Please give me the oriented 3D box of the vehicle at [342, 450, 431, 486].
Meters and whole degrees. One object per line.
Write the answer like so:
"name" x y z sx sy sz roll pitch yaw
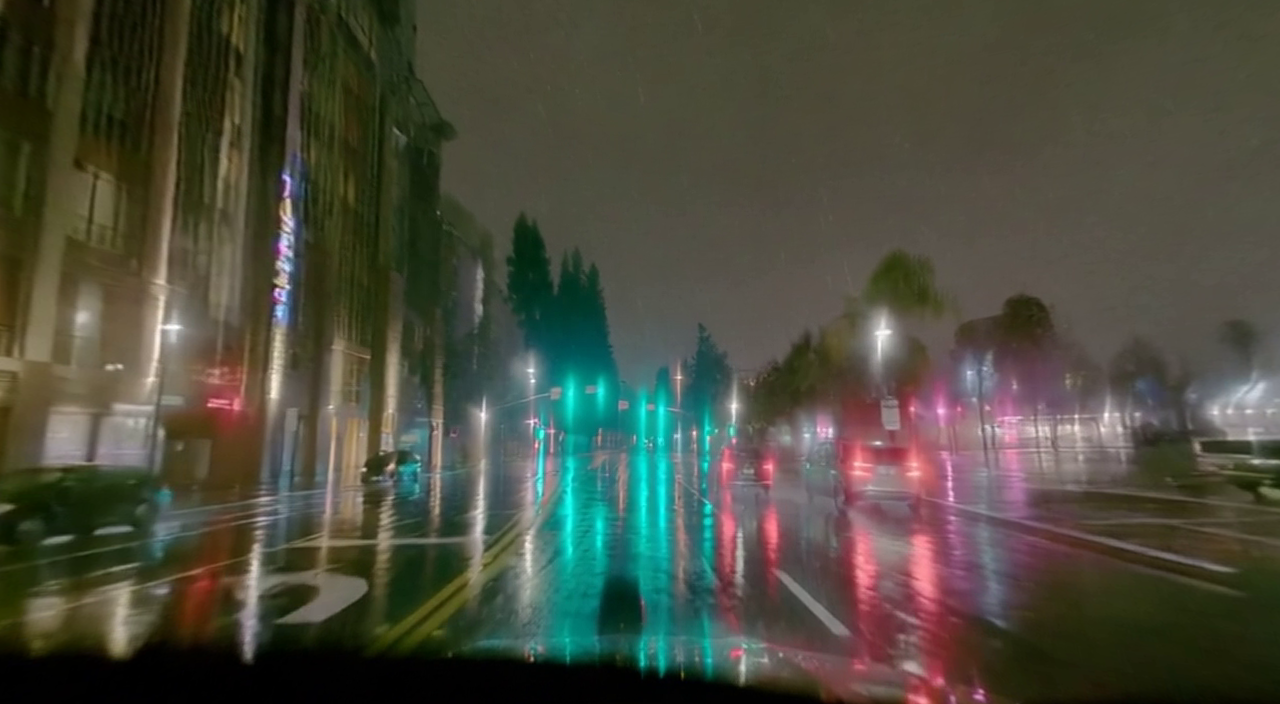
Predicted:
"vehicle" -11.964 5.567 30.059 1.944 1.575 4.895 -1 -11 3

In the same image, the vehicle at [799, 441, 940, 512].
"vehicle" 5.912 3.230 16.872 2.003 1.626 4.480 0 -8 -1

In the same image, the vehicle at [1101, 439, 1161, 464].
"vehicle" 31.131 6.299 39.969 1.867 1.482 4.593 -4 -9 24

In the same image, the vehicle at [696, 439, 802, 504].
"vehicle" 2.800 3.186 17.258 2.080 1.524 4.348 0 -8 -1

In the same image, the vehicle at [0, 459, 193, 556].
"vehicle" -12.138 3.101 13.040 2.015 1.521 4.798 -1 -8 3
